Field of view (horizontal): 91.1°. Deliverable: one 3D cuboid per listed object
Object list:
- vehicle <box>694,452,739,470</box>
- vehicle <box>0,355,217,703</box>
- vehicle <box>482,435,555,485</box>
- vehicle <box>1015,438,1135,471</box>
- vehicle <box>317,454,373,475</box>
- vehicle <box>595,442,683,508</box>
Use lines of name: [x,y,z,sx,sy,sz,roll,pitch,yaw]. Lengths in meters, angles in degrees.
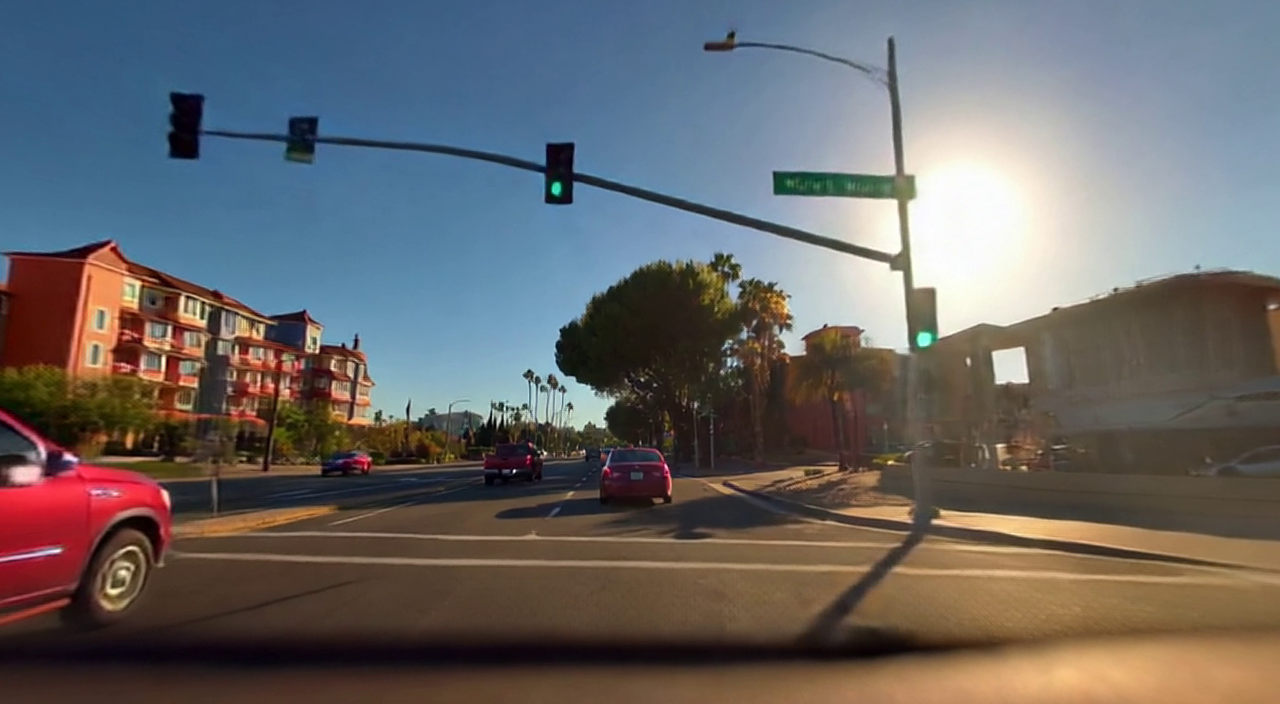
vehicle: [5.597,7.913,45.665,2.949,1.209,3.070,-2,-9,13]
vehicle: [-4.540,0.783,2.060,2.187,1.904,6.103,0,-9,-2]
vehicle: [-5.489,4.983,29.297,2.447,2.062,5.911,0,-9,-2]
vehicle: [26.409,6.210,38.280,5.602,1.903,2.128,-1,-9,1]
vehicle: [-22.939,8.745,49.038,1.982,1.482,4.643,-1,-9,1]
vehicle: [-0.100,3.274,17.228,2.122,1.562,4.152,0,-9,-2]
